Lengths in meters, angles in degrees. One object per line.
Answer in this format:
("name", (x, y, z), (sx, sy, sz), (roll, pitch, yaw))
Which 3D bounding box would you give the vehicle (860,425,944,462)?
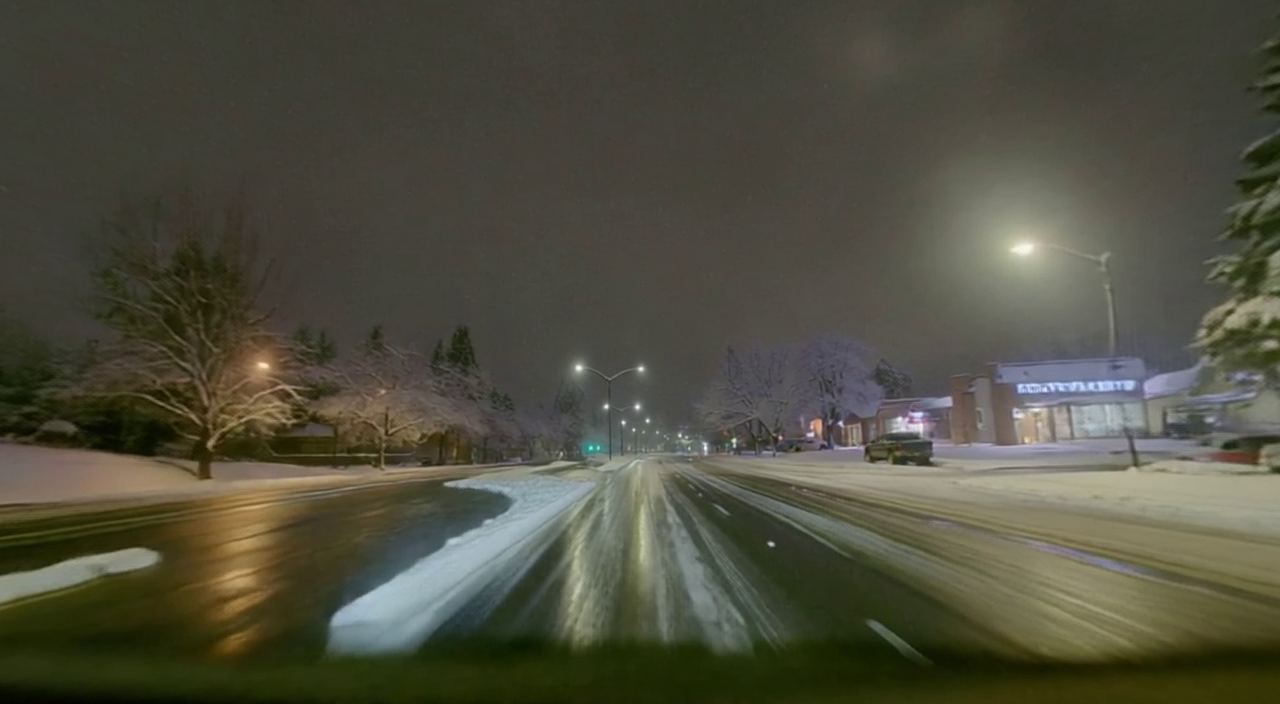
("vehicle", (14.974, 5.302, 36.522), (2.195, 1.926, 5.466), (0, -9, -3))

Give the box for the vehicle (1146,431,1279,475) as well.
("vehicle", (19.808, 3.354, 21.048), (4.182, 1.374, 1.966), (0, -9, 0))
